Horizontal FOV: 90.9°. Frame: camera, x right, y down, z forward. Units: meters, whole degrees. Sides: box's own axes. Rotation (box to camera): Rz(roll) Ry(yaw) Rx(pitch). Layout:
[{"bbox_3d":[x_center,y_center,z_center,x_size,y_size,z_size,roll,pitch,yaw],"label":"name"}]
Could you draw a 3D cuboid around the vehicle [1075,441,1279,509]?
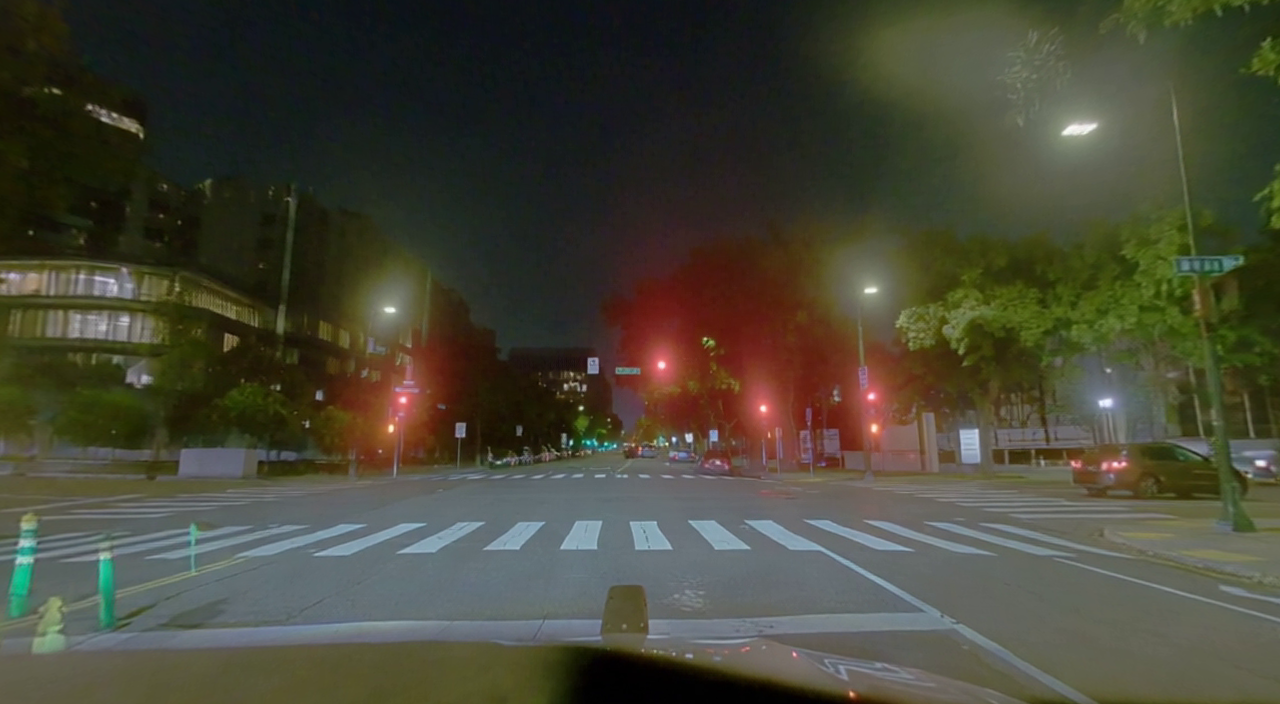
[{"bbox_3d":[12.992,2.798,14.566,4.424,1.436,1.804,-1,-8,5],"label":"vehicle"}]
